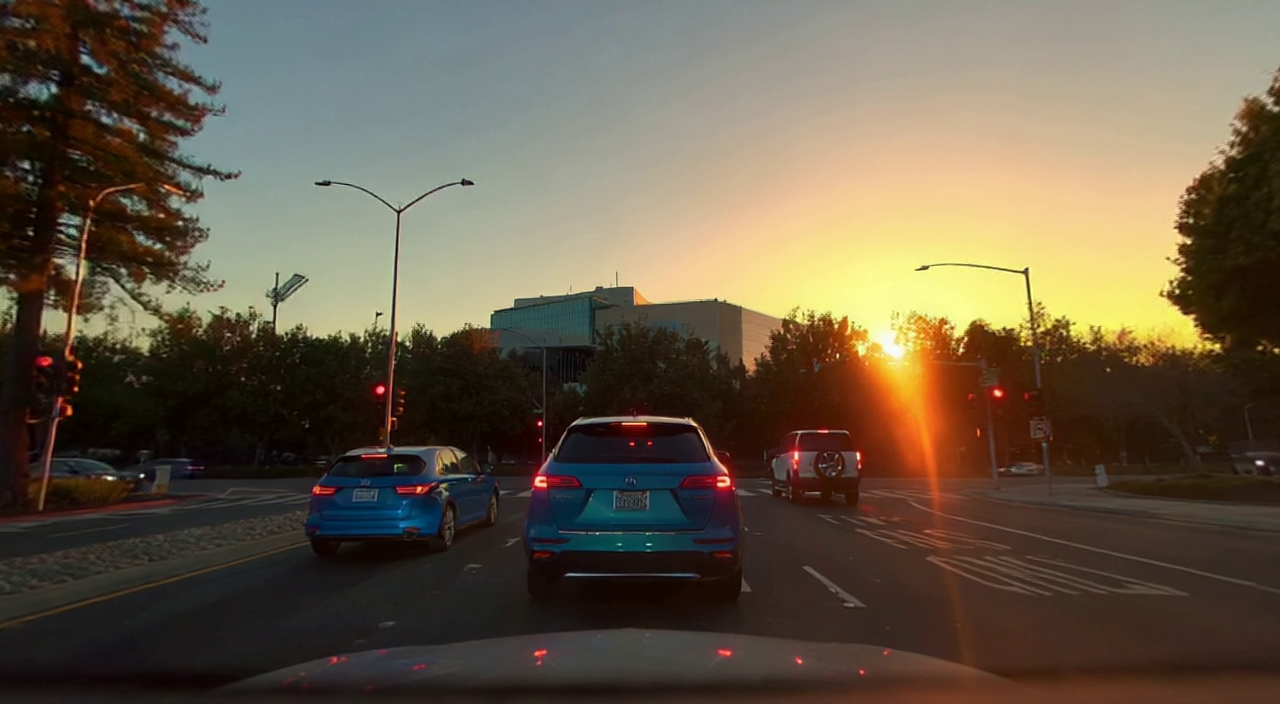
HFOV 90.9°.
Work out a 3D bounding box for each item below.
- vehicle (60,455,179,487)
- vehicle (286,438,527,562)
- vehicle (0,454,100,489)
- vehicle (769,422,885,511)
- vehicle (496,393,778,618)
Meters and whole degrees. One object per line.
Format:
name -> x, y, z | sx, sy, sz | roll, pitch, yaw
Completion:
vehicle -> -25.976, 5.946, 31.594 | 4.140, 1.444, 1.742 | 2, -9, -15
vehicle -> -3.185, 2.091, 9.756 | 1.913, 1.453, 4.413 | 0, -8, 2
vehicle -> -27.043, 5.274, 27.955 | 4.198, 1.444, 1.765 | 2, -9, -15
vehicle -> 4.817, 2.998, 16.919 | 2.084, 2.053, 4.073 | -1, -8, 4
vehicle -> -0.024, 1.521, 7.167 | 2.203, 1.757, 4.286 | 0, -8, 0
